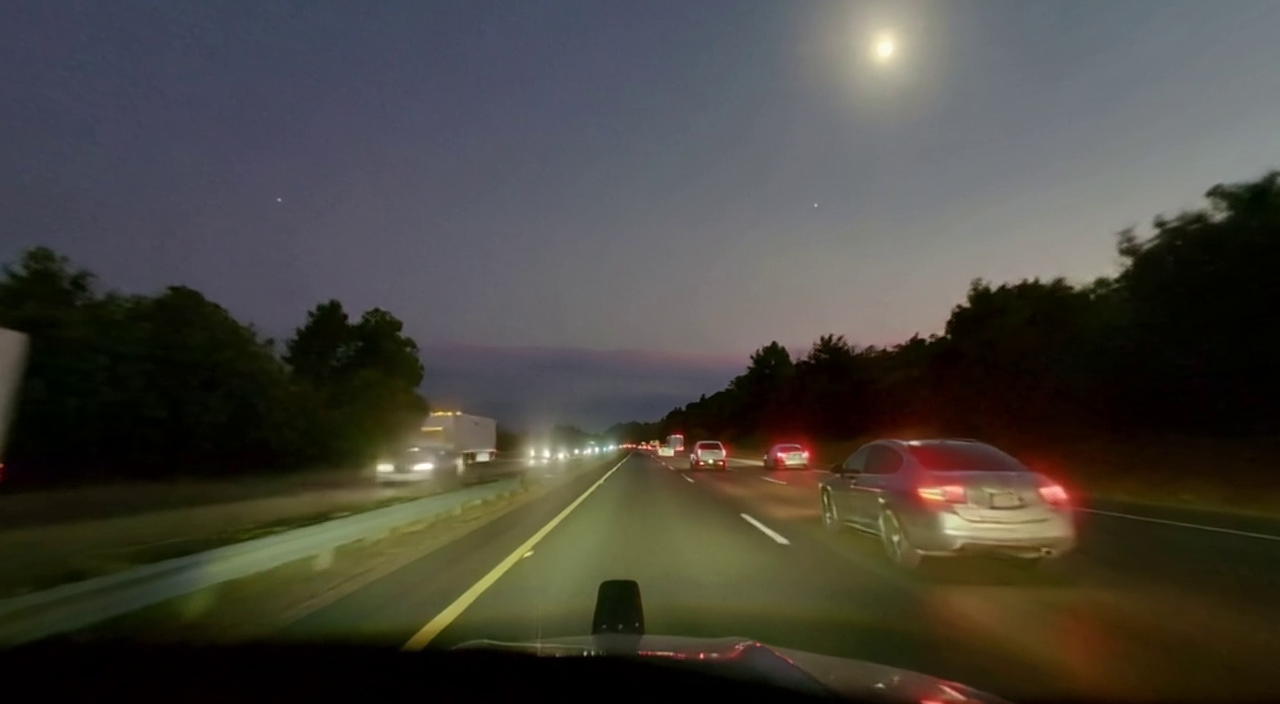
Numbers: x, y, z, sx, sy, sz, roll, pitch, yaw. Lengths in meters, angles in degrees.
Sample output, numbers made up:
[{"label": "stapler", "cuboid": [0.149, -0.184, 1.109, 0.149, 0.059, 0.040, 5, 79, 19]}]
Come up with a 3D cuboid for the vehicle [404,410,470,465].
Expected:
[{"label": "vehicle", "cuboid": [-15.596, 6.693, 48.969, 3.045, 3.960, 5.980, 0, -9, -1]}]

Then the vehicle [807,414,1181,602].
[{"label": "vehicle", "cuboid": [3.605, 1.661, 7.570, 2.023, 1.603, 4.159, 0, -9, 0]}]

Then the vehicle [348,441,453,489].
[{"label": "vehicle", "cuboid": [-8.047, 3.835, 21.740, 1.889, 1.476, 4.488, 0, -9, 0]}]

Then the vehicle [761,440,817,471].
[{"label": "vehicle", "cuboid": [8.470, 5.950, 36.333, 2.018, 1.636, 4.510, 0, -9, -1]}]

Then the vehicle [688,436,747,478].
[{"label": "vehicle", "cuboid": [3.509, 4.874, 29.473, 2.070, 1.751, 4.576, 0, -9, -1]}]
